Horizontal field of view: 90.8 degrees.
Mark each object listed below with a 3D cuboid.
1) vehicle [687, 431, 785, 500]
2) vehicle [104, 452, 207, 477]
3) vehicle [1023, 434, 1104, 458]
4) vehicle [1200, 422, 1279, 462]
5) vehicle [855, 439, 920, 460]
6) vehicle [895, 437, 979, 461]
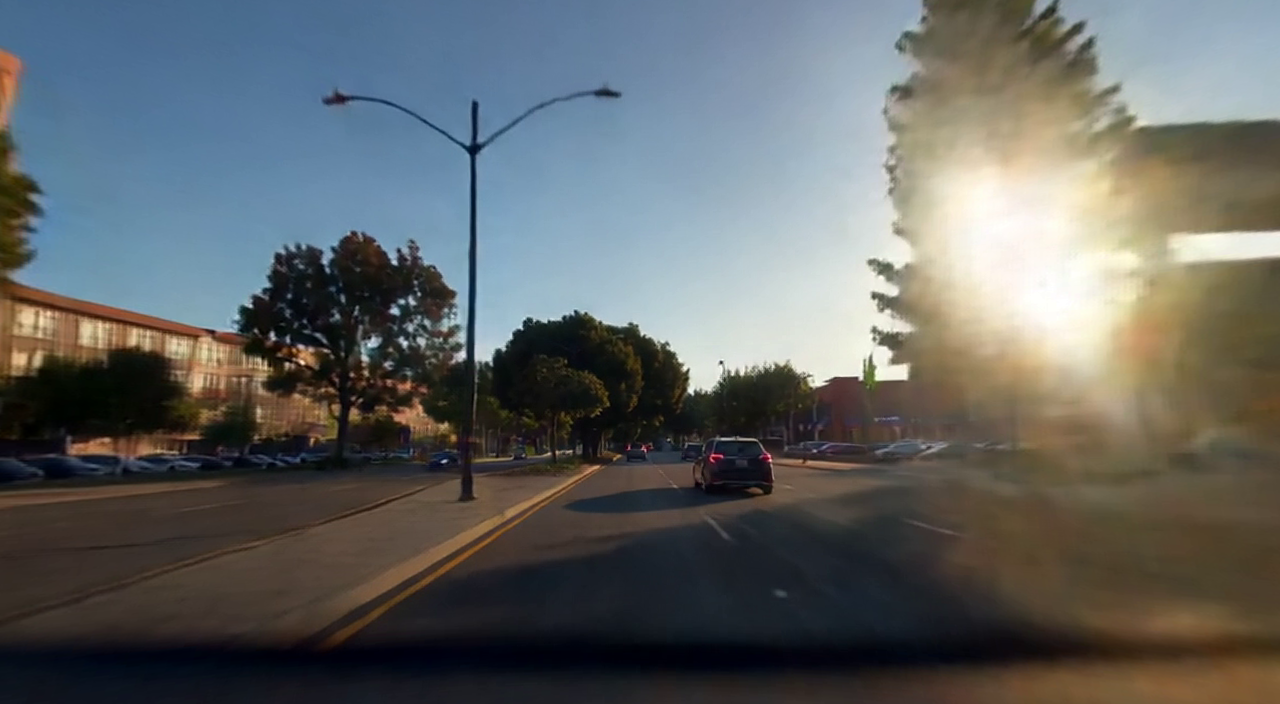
[{"bbox_3d":[2.507,3.100,17.642,1.963,1.677,4.229,0,-8,-2],"label":"vehicle"},{"bbox_3d":[-29.979,6.960,39.194,4.671,1.472,2.076,0,-8,2],"label":"vehicle"},{"bbox_3d":[32.515,7.240,48.568,4.671,1.618,1.998,-2,-8,0],"label":"vehicle"},{"bbox_3d":[32.195,4.618,32.339,4.867,1.962,2.172,0,-8,1],"label":"vehicle"},{"bbox_3d":[19.486,7.659,49.827,4.227,1.567,2.034,0,-8,0],"label":"vehicle"},{"bbox_3d":[19.599,6.404,41.856,4.584,1.503,1.942,0,-8,0],"label":"vehicle"}]
